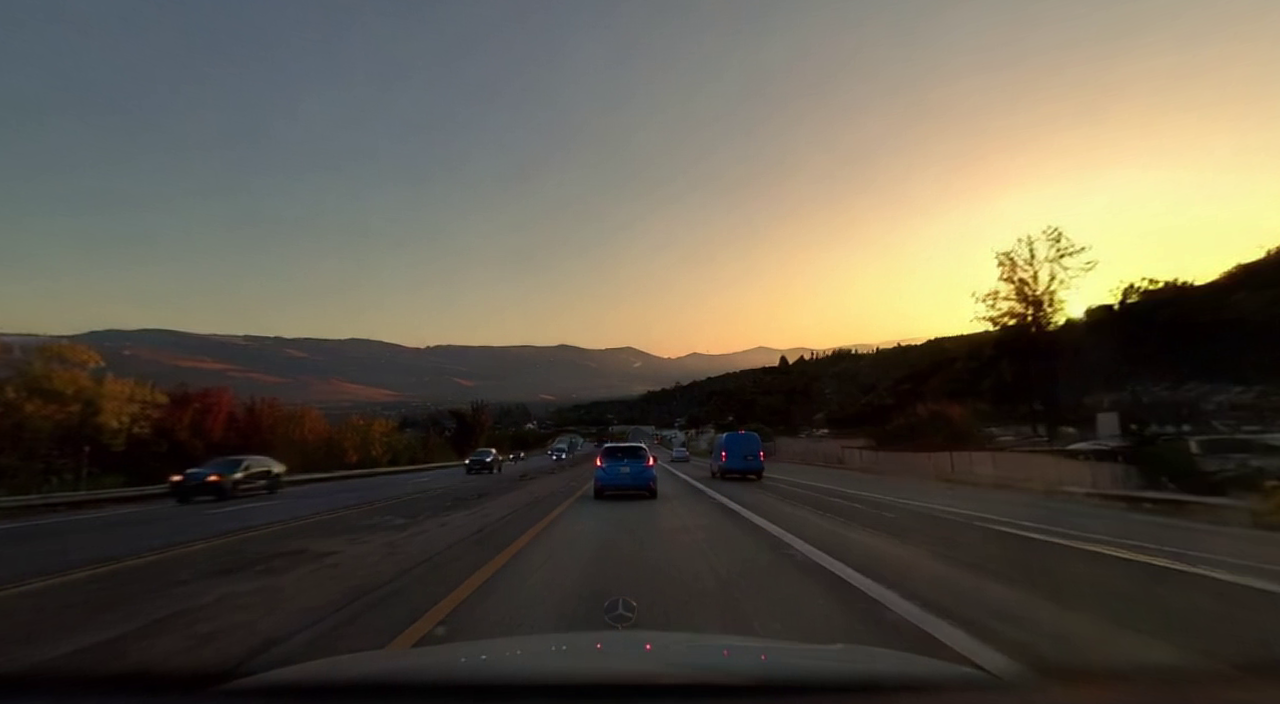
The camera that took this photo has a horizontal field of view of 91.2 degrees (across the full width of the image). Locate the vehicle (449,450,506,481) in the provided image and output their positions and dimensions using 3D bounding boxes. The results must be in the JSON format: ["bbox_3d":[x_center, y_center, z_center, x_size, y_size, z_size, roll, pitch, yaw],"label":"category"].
[{"bbox_3d":[-8.466,5.926,32.971,1.867,1.515,4.107,0,-9,0],"label":"vehicle"}]

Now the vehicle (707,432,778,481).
[{"bbox_3d":[4.396,4.605,27.771,2.261,1.952,4.784,0,-9,-1],"label":"vehicle"}]

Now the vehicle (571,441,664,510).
[{"bbox_3d":[-0.494,3.001,15.639,2.029,1.483,3.769,0,-9,0],"label":"vehicle"}]

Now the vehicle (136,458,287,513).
[{"bbox_3d":[-13.666,4.237,20.369,1.910,1.517,4.274,0,-9,-1],"label":"vehicle"}]
